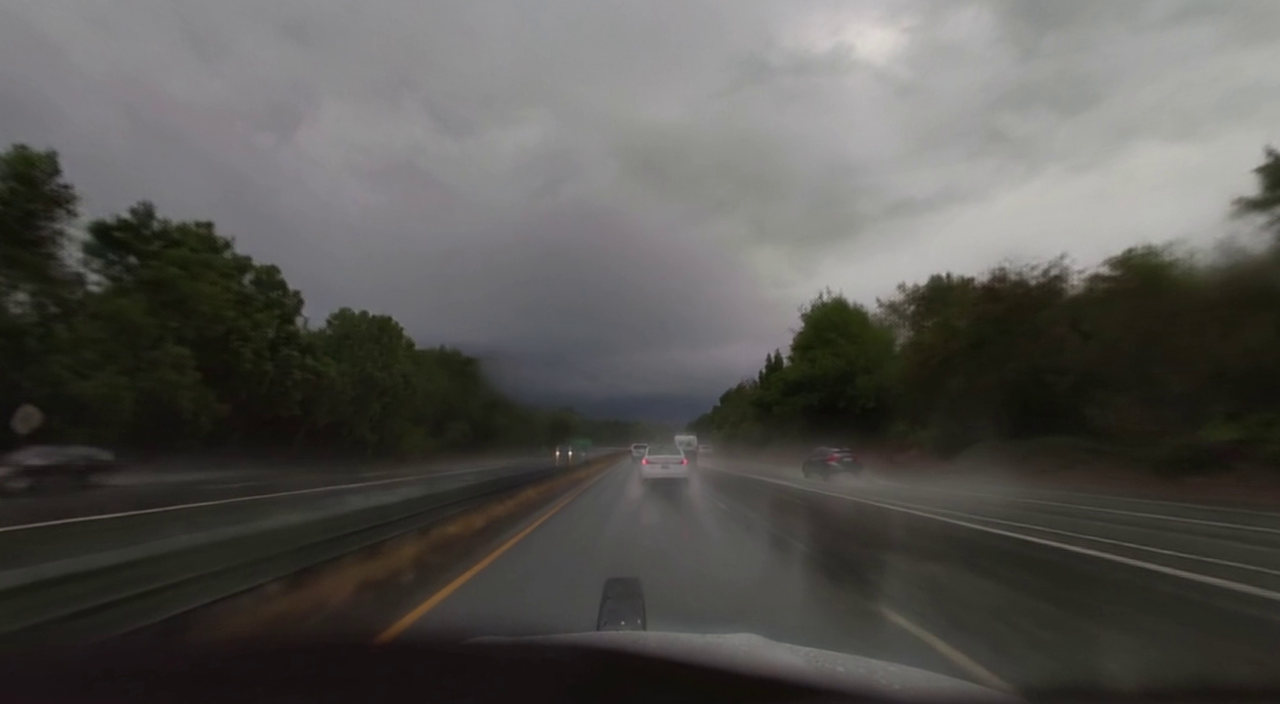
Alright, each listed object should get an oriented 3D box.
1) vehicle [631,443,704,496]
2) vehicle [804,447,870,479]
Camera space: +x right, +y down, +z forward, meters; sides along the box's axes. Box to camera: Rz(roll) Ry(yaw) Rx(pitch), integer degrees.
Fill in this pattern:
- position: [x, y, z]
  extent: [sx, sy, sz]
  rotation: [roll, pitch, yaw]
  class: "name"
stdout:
- position: [0.742, 3.621, 19.772]
  extent: [2.053, 1.483, 4.185]
  rotation: [0, -9, -1]
  class: "vehicle"
- position: [9.631, 5.441, 31.107]
  extent: [1.926, 1.483, 3.528]
  rotation: [0, -9, -3]
  class: "vehicle"
